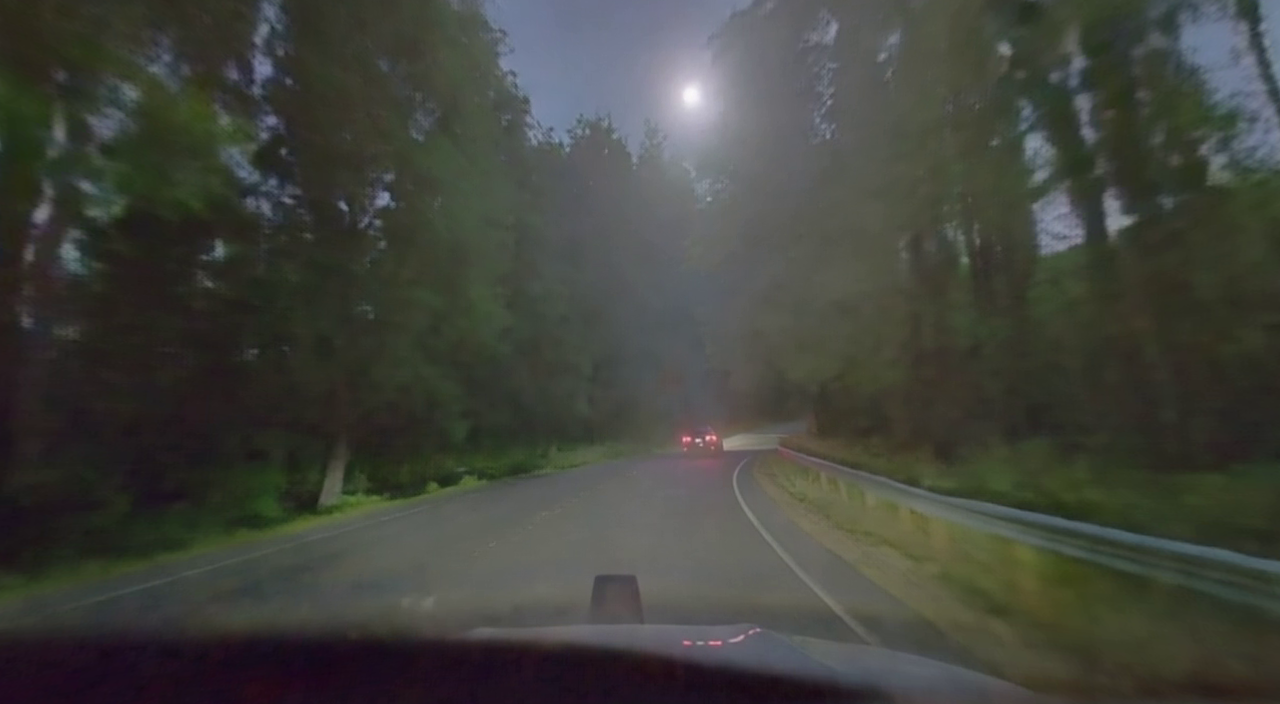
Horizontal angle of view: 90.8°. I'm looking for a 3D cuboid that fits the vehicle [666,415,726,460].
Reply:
[{"bbox_3d":[2.922,4.329,31.854,2.469,1.953,5.605,-5,-9,9],"label":"vehicle"}]
